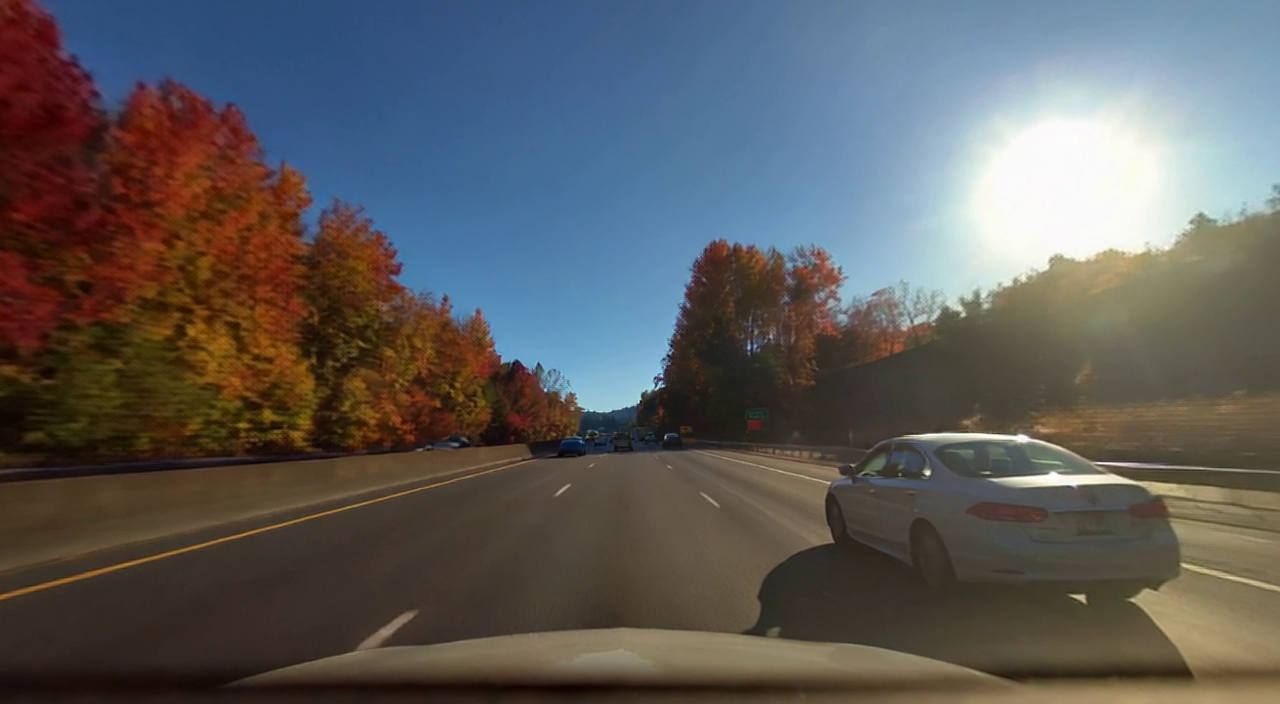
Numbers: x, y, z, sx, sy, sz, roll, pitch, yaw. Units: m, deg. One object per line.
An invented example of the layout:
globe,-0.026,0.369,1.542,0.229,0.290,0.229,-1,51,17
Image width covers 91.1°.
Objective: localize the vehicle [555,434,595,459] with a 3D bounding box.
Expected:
vehicle,-4.116,6.078,40.520,2.103,1.507,4.367,0,-8,0
